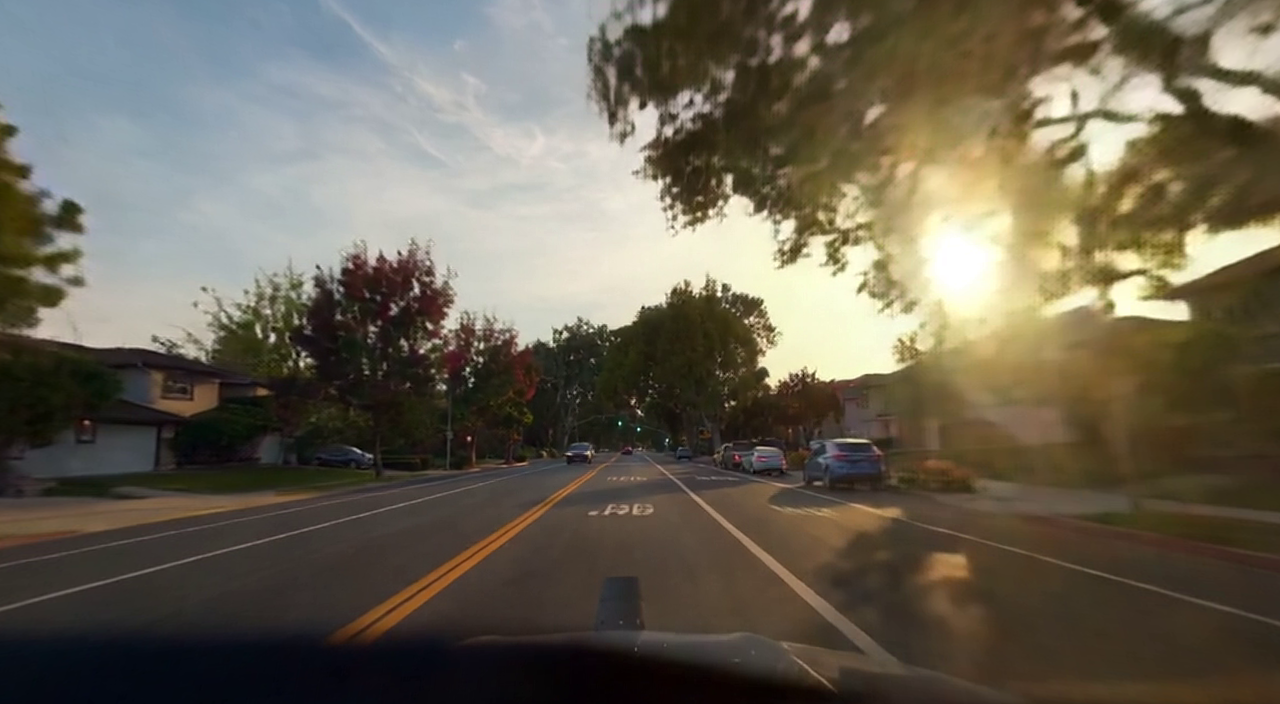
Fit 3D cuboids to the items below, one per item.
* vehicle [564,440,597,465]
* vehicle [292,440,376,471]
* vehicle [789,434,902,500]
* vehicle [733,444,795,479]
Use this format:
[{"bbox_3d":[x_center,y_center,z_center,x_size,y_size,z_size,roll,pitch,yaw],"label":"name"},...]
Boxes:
[{"bbox_3d":[-4.603,7.854,49.738,2.050,1.841,5.290,0,-8,0],"label":"vehicle"},{"bbox_3d":[-21.189,7.174,43.930,4.461,2.065,2.574,0,-8,-2],"label":"vehicle"},{"bbox_3d":[6.553,3.692,20.757,2.099,1.878,4.476,0,-8,-1],"label":"vehicle"},{"bbox_3d":[6.281,5.565,32.484,2.226,1.682,4.461,0,-8,-1],"label":"vehicle"}]
